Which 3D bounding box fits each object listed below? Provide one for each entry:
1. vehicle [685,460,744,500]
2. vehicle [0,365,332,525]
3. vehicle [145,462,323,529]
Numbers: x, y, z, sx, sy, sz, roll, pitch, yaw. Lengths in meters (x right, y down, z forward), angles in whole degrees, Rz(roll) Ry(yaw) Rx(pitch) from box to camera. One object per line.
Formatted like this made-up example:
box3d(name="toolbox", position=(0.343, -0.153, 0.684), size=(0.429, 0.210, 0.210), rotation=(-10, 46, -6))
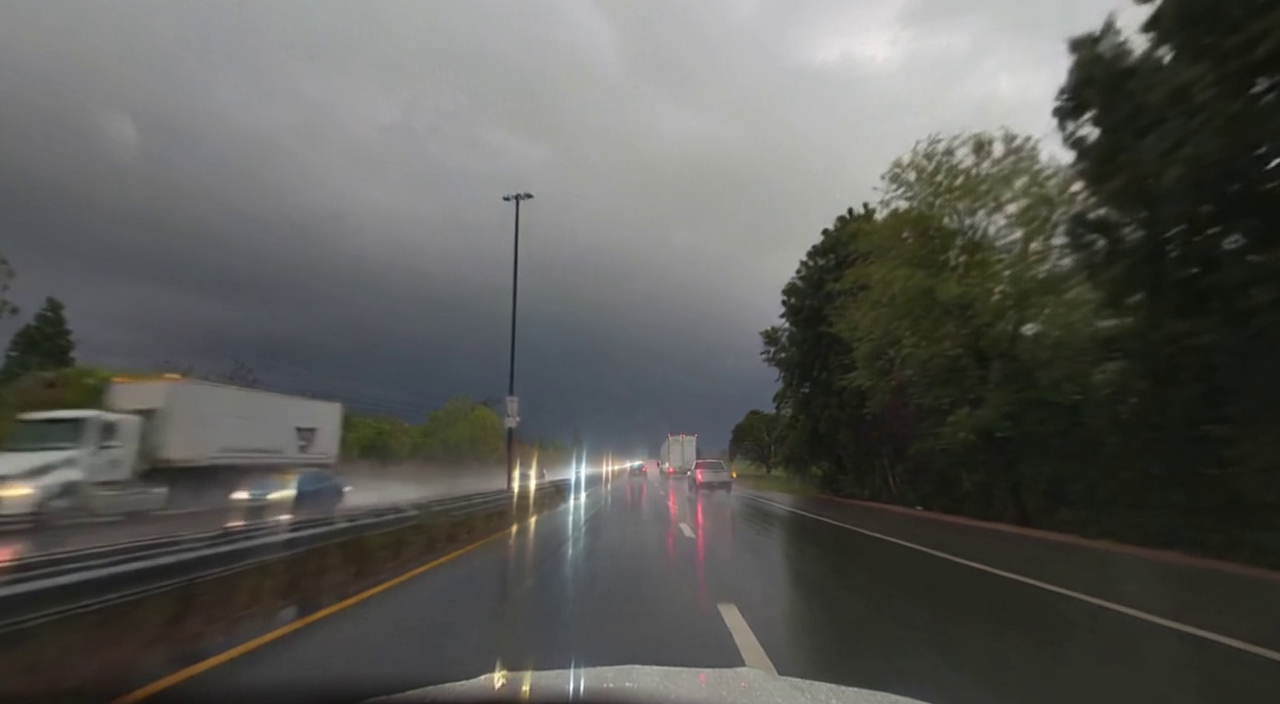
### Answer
box3d(name="vehicle", position=(3.331, 5.836, 28.975), size=(2.124, 1.662, 4.641), rotation=(1, -10, 0))
box3d(name="vehicle", position=(-14.403, 3.219, 20.870), size=(2.926, 3.944, 10.427), rotation=(1, -10, 1))
box3d(name="vehicle", position=(-10.095, 3.581, 16.112), size=(1.881, 1.438, 3.903), rotation=(1, -10, 1))
